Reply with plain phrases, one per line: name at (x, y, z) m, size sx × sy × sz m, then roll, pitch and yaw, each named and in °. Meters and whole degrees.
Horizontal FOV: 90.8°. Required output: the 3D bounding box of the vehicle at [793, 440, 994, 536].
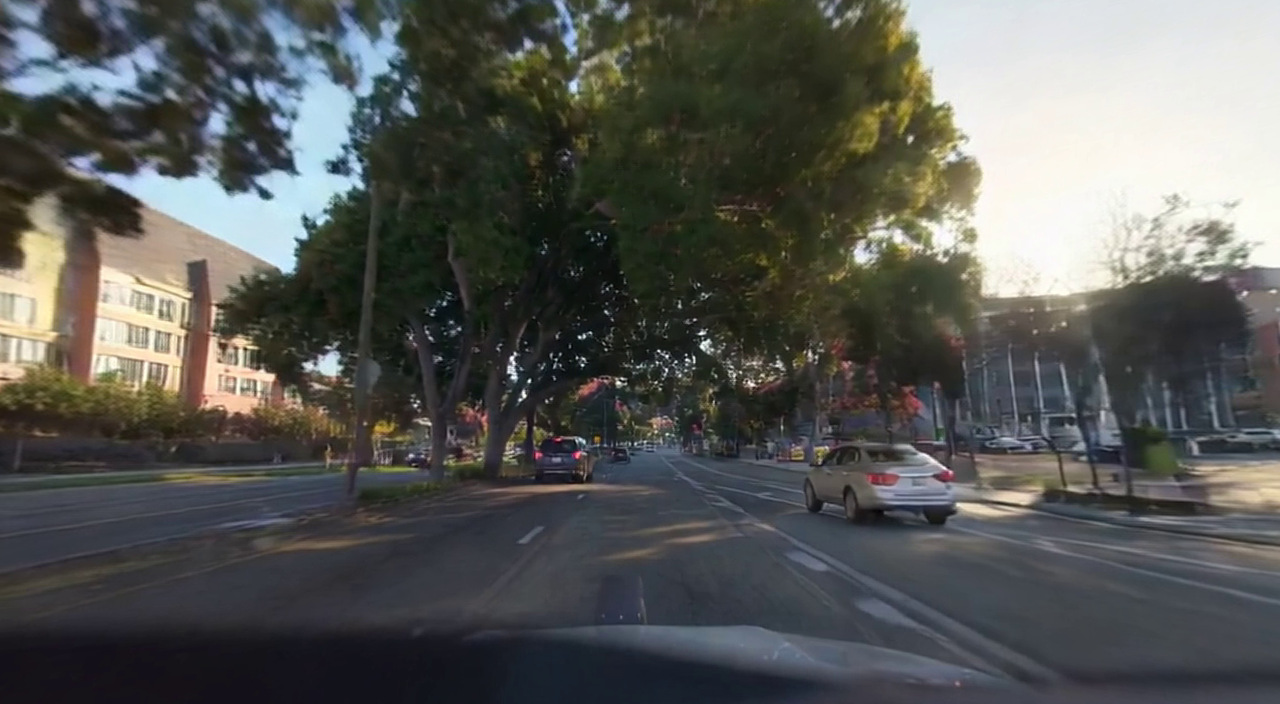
vehicle at (4.500, 2.453, 12.112) m, size 1.960 × 1.471 × 4.378 m, roll 0°, pitch -9°, yaw -1°

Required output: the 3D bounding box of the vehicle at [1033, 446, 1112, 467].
vehicle at (31.700, 7.700, 46.395) m, size 4.274 × 1.448 × 2.050 m, roll 0°, pitch -9°, yaw 1°

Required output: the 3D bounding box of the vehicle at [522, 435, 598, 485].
vehicle at (-3.112, 4.346, 25.747) m, size 2.305 × 1.833 × 4.912 m, roll 0°, pitch -9°, yaw 2°
